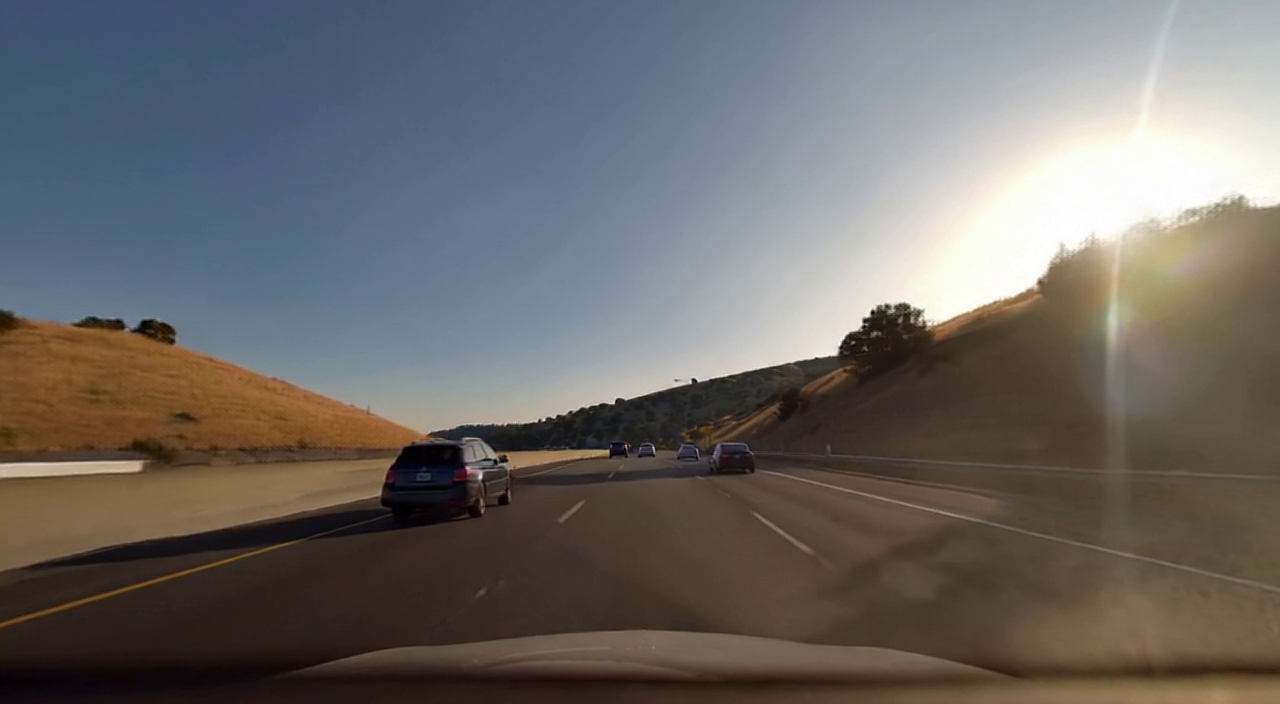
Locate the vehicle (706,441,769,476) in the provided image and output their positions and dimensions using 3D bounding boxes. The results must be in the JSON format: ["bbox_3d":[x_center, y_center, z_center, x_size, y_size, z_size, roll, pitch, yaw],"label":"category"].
[{"bbox_3d":[3.921,4.340,25.975,1.976,1.352,3.602,0,-8,-1],"label":"vehicle"}]

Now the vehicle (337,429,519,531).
[{"bbox_3d":[-3.575,2.214,11.508,1.910,1.521,3.930,0,-8,1],"label":"vehicle"}]

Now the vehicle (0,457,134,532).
[{"bbox_3d":[-39.115,8.719,38.505,2.899,4.149,16.070,0,-8,1],"label":"vehicle"}]
